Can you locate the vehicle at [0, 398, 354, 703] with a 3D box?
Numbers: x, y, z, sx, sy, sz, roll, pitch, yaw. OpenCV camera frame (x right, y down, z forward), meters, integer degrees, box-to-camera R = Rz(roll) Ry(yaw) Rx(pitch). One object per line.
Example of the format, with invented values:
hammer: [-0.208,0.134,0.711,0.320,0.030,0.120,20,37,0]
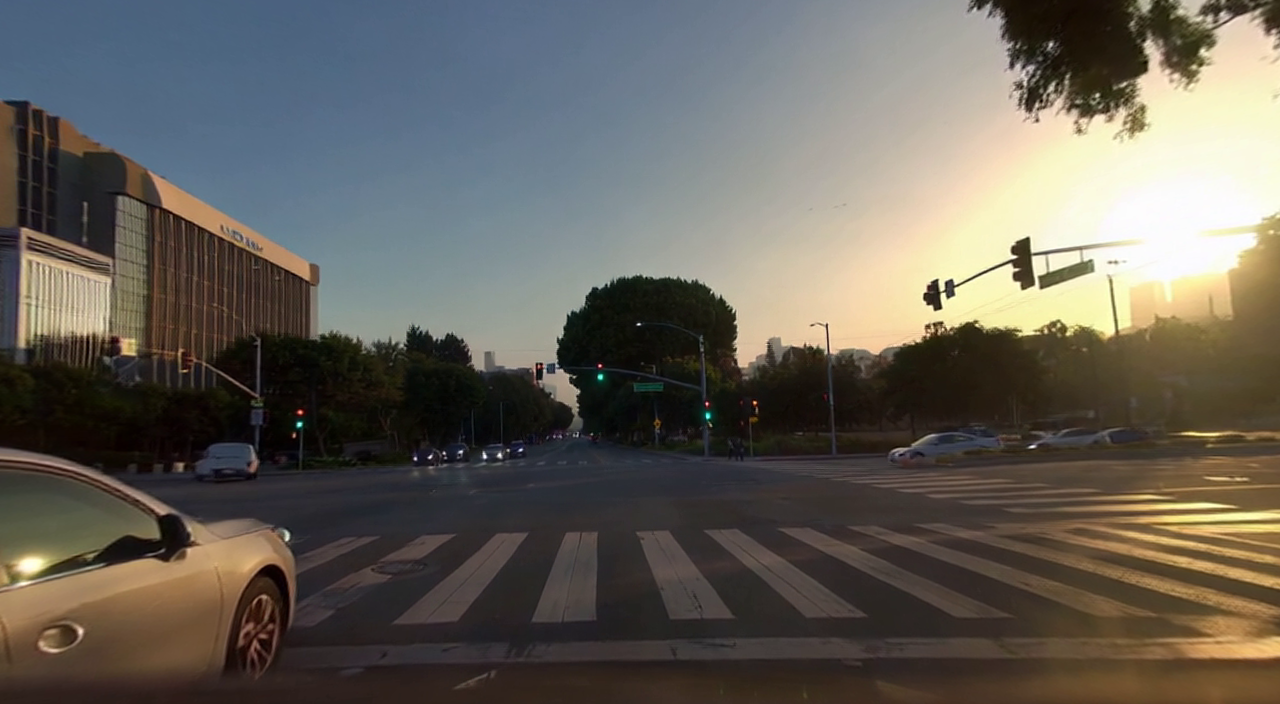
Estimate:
vehicle: [-3.073,0.937,2.330,1.919,1.478,4.720,0,-8,-1]

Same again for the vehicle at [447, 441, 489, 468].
vehicle: [-12.843,7.647,47.407,2.051,1.715,4.346,-2,-6,-3]

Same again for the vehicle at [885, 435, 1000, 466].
vehicle: [14.948,4.892,31.404,4.660,1.495,2.007,0,-8,-2]

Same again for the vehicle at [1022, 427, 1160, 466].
vehicle: [18.179,3.813,25.589,4.181,1.483,1.831,0,-8,-3]
